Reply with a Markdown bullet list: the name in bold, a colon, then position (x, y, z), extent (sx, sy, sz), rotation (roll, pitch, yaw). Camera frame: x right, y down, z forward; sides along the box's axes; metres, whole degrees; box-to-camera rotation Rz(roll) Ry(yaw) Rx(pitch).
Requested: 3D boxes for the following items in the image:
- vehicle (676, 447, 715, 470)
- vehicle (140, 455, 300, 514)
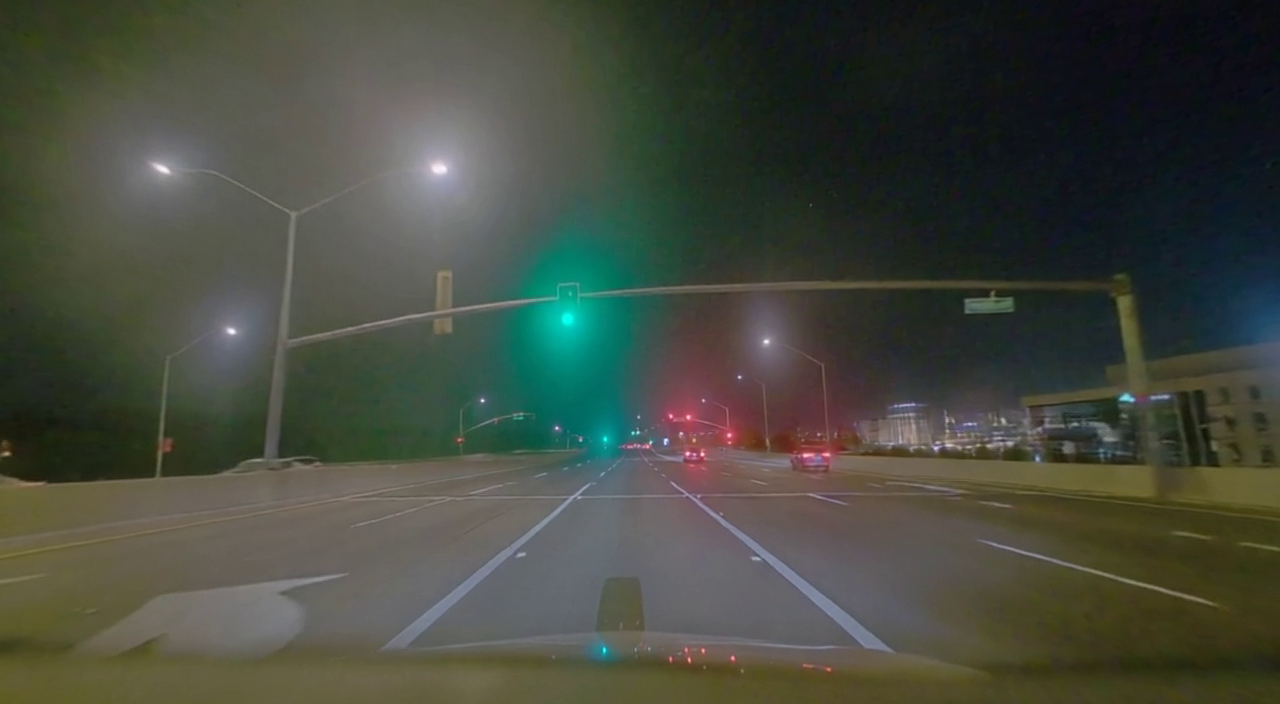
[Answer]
- **vehicle**: position (3.801, 7.402, 44.043), extent (2.187, 1.475, 4.529), rotation (0, -9, -1)
- **vehicle**: position (-12.479, 3.909, 19.187), extent (1.870, 1.501, 4.364), rotation (0, -9, 0)
